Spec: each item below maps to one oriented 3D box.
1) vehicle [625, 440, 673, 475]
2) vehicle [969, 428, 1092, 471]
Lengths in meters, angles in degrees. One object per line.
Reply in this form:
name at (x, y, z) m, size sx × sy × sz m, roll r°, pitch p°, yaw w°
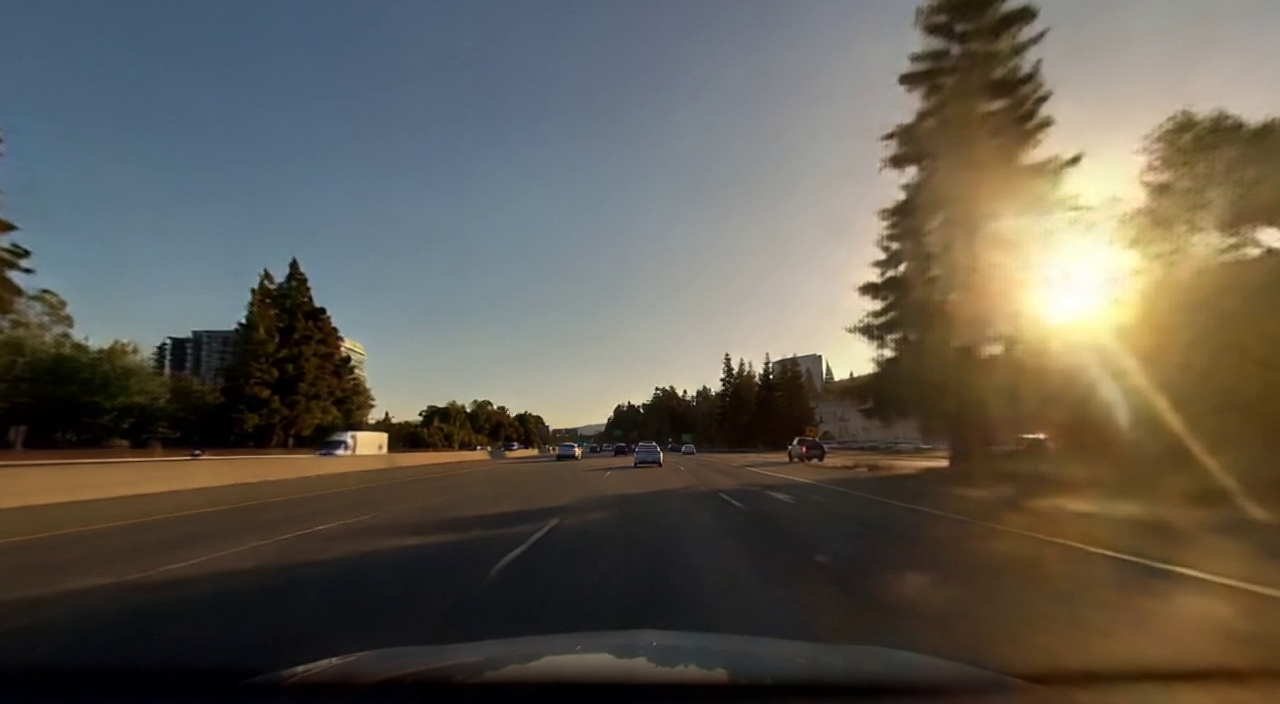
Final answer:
vehicle at (0.378, 4.926, 29.662) m, size 2.112 × 1.482 × 4.082 m, roll 0°, pitch -8°, yaw 0°
vehicle at (19.568, 4.932, 32.024) m, size 2.304 × 1.951 × 5.719 m, roll 0°, pitch -8°, yaw -4°
